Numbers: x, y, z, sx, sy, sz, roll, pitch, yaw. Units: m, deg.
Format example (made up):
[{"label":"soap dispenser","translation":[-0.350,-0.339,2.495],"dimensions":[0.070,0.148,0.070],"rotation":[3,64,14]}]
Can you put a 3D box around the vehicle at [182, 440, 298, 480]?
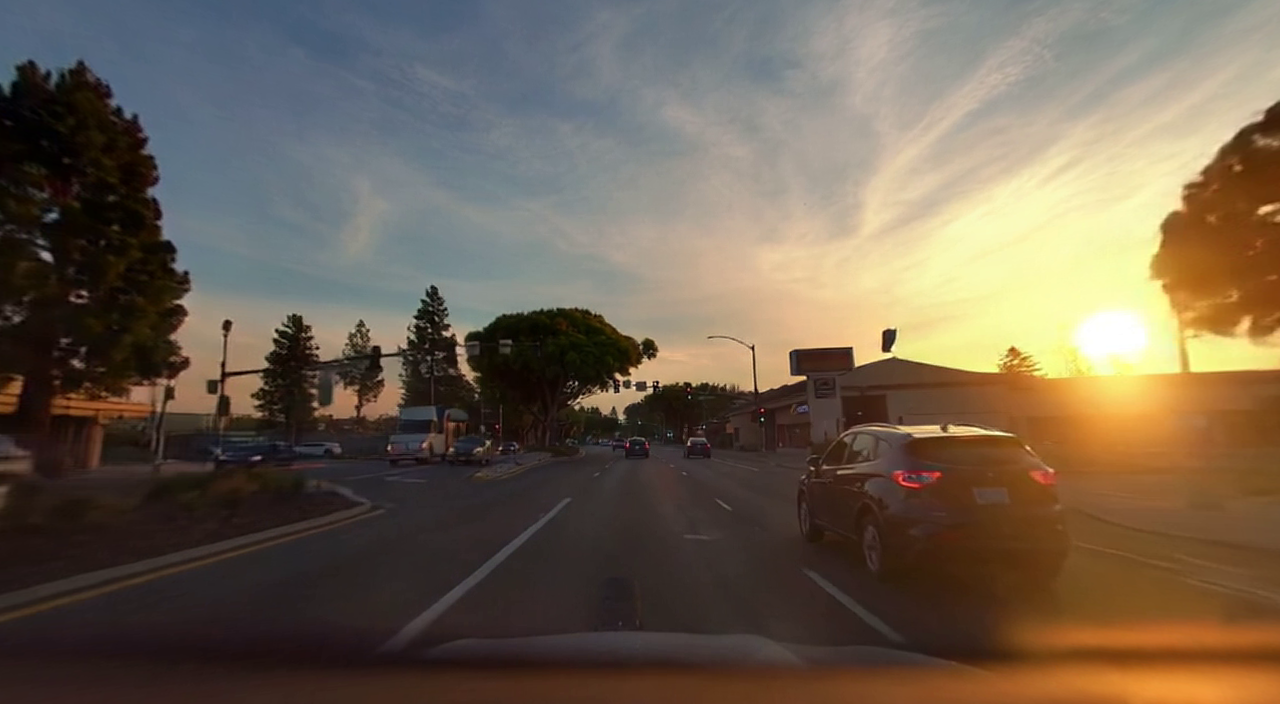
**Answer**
[{"label":"vehicle","translation":[-17.754,4.792,28.436],"dimensions":[1.946,1.606,5.136],"rotation":[0,-8,-1]}]

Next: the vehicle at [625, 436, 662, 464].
[{"label":"vehicle","translation":[0.150,5.822,37.604],"dimensions":[2.023,1.532,3.891],"rotation":[0,-8,-2]}]

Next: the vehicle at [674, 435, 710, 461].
[{"label":"vehicle","translation":[3.538,6.619,43.604],"dimensions":[2.085,1.668,4.077],"rotation":[0,-8,-1]}]

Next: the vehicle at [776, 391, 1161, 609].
[{"label":"vehicle","translation":[3.057,1.478,7.208],"dimensions":[1.969,1.682,4.387],"rotation":[0,-8,-1]}]

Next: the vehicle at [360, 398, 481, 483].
[{"label":"vehicle","translation":[-7.374,3.098,22.081],"dimensions":[2.334,2.525,5.893],"rotation":[0,-8,-3]}]
